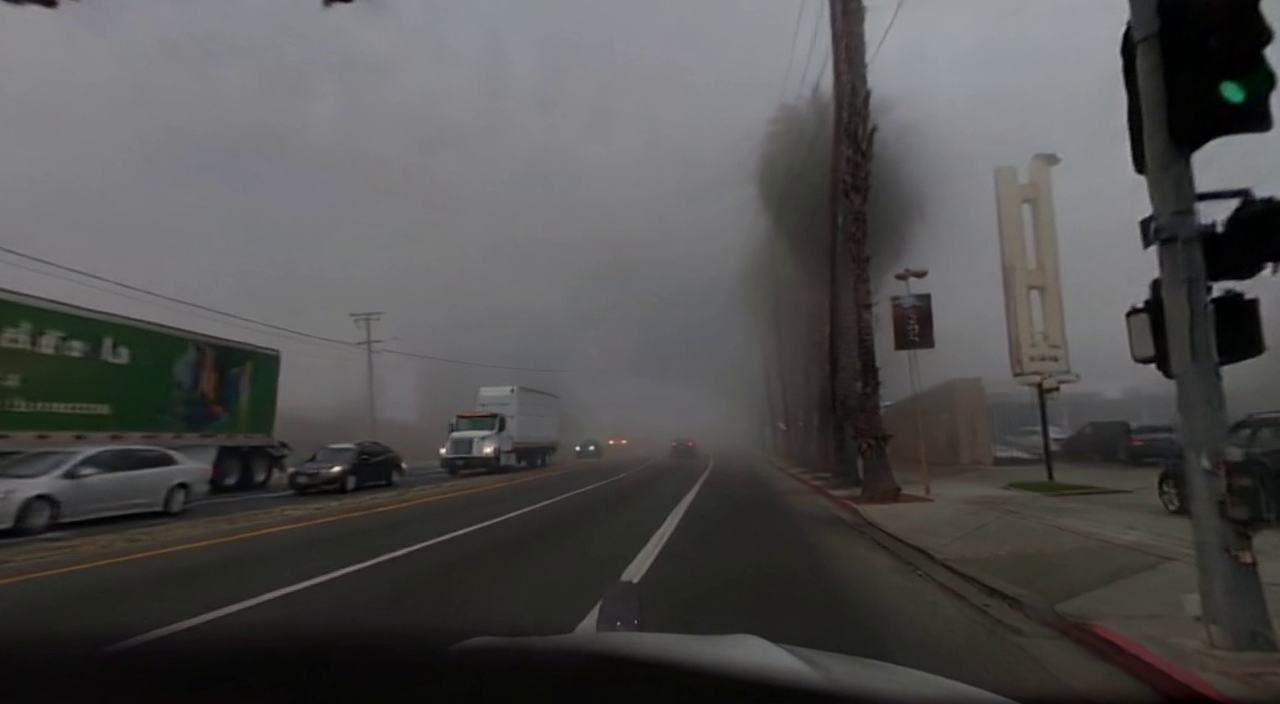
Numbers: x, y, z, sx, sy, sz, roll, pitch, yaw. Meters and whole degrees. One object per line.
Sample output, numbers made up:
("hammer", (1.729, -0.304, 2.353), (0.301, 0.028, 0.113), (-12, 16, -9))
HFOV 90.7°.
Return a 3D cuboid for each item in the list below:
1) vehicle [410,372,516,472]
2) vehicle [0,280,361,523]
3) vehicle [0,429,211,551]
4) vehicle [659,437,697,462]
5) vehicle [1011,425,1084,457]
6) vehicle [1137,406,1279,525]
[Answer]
("vehicle", (-7.321, 3.060, 26.659), (3.027, 3.903, 3.372), (-2, -10, 9))
("vehicle", (-12.158, 1.229, 13.428), (2.876, 4.151, 17.071), (-2, -9, 7))
("vehicle", (-9.265, 2.007, 9.388), (1.949, 1.510, 4.958), (-4, -6, 8))
("vehicle", (2.512, 6.257, 40.836), (2.040, 1.492, 5.114), (-2, -9, 8))
("vehicle", (21.294, 4.703, 33.231), (1.697, 1.559, 3.647), (-2, -9, 8))
("vehicle", (9.246, 1.547, 8.698), (1.796, 1.490, 4.416), (-4, -12, 10))
